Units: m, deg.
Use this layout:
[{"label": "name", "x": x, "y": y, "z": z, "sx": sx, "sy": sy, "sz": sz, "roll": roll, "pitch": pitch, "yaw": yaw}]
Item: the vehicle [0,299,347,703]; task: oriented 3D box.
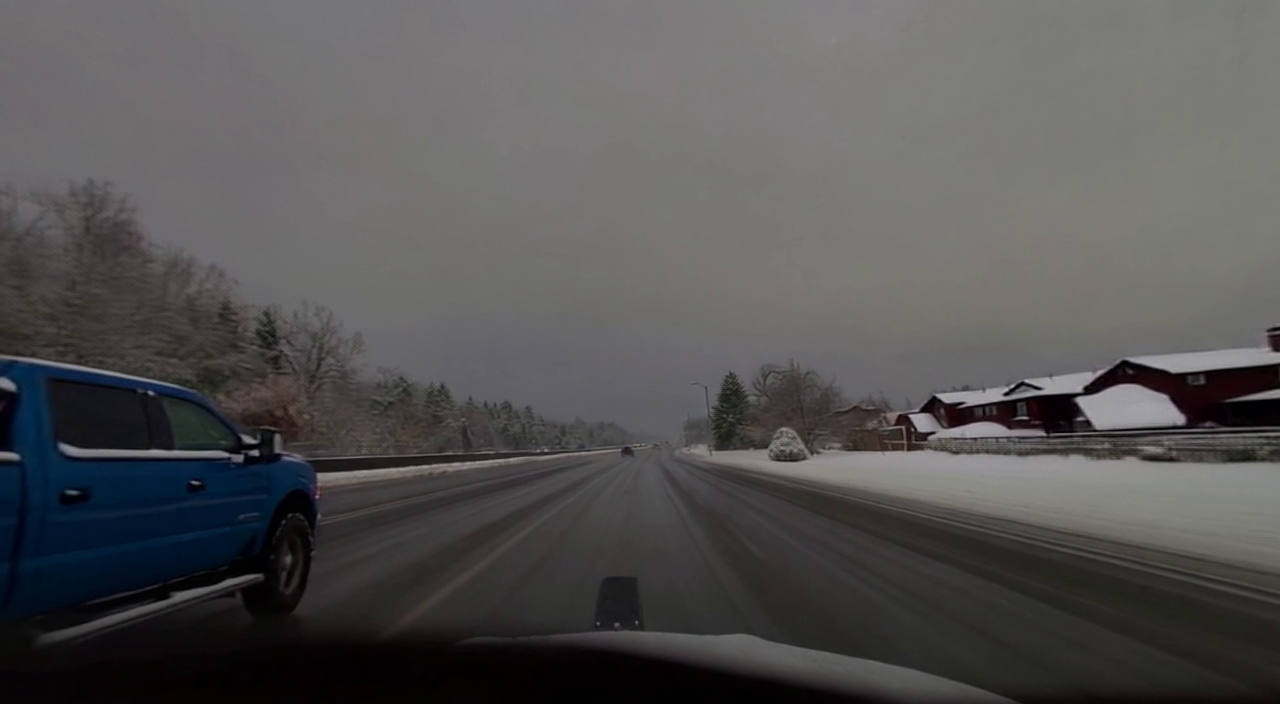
[{"label": "vehicle", "x": -3.507, "y": 0.732, "z": 2.438, "sx": 2.202, "sy": 1.836, "sz": 5.009, "roll": 0, "pitch": -9, "yaw": 1}]
